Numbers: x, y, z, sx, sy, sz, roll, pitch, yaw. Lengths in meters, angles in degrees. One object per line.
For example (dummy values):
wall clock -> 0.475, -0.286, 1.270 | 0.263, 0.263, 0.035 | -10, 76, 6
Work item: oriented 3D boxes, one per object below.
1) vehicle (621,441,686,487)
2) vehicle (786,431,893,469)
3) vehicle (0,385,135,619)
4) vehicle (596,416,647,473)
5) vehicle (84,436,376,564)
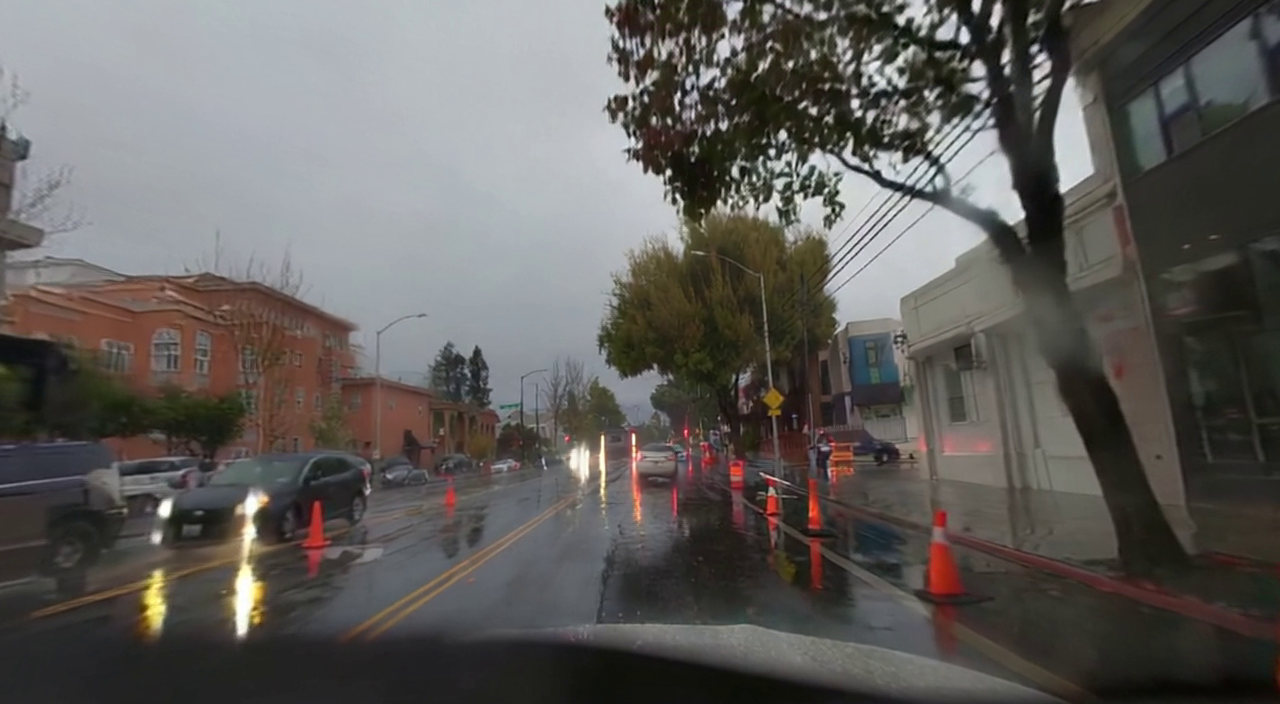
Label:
vehicle -> 0.514, 4.034, 23.018 | 2.159, 1.506, 4.086 | 0, -9, 2
vehicle -> 10.567, 5.239, 33.794 | 4.859, 1.914, 2.333 | 0, -9, -5
vehicle -> -7.262, 1.143, 3.873 | 2.614, 2.153, 7.170 | -4, -10, -2
vehicle -> -1.233, 6.352, 43.265 | 2.977, 3.271, 12.748 | 0, -9, -1
vehicle -> -6.839, 2.479, 11.439 | 2.016, 1.693, 4.911 | -3, -9, 0
